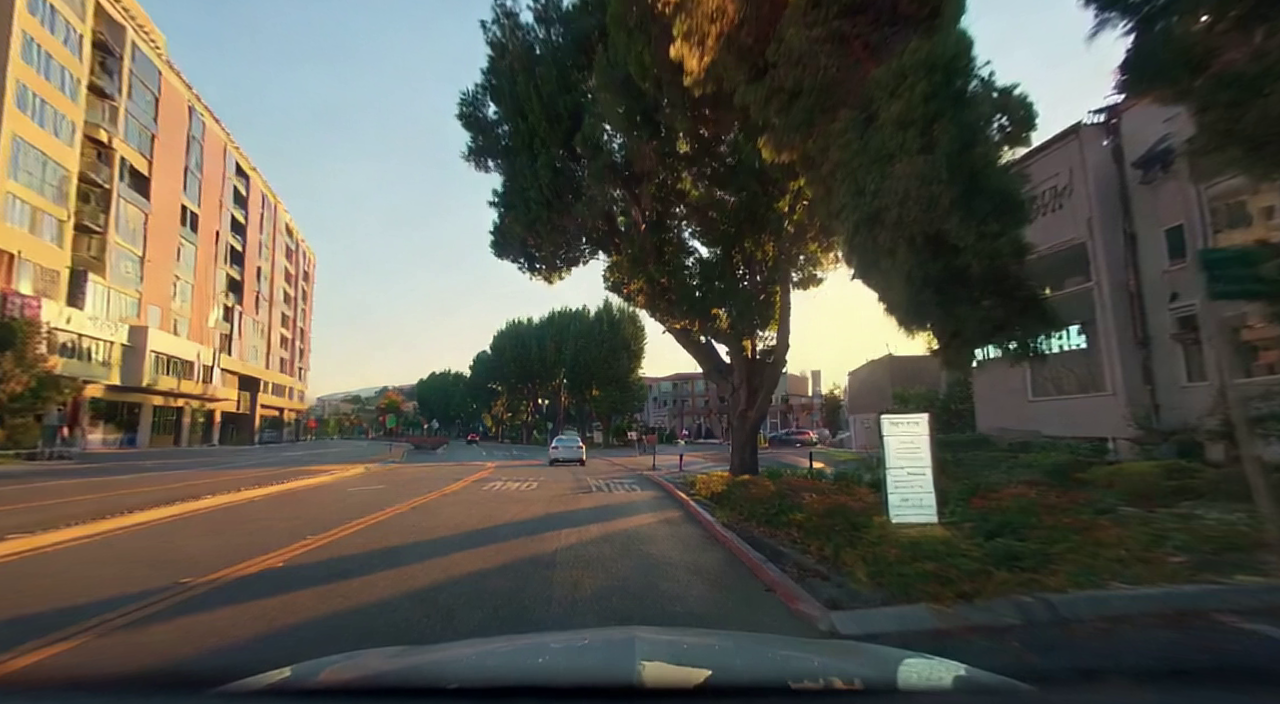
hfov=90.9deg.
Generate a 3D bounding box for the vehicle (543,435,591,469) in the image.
[{"bbox_3d":[-3.723,4.980,31.777,2.231,1.572,4.227,1,-8,-7],"label":"vehicle"}]
